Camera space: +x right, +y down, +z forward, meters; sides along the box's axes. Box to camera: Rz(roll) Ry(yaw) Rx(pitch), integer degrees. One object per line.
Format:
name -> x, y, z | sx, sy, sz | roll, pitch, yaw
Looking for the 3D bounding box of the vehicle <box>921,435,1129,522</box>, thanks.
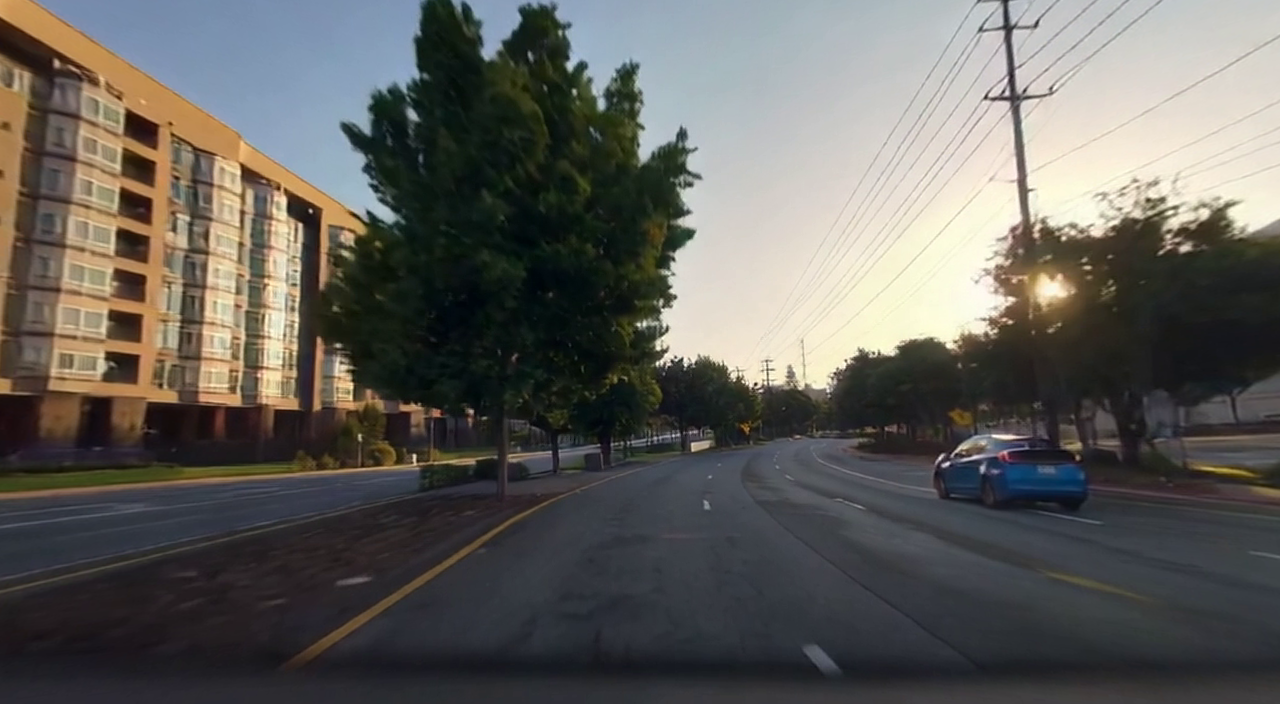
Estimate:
vehicle -> 7.487, 2.469, 12.801 | 1.908, 1.476, 3.880 | -1, -9, 3
